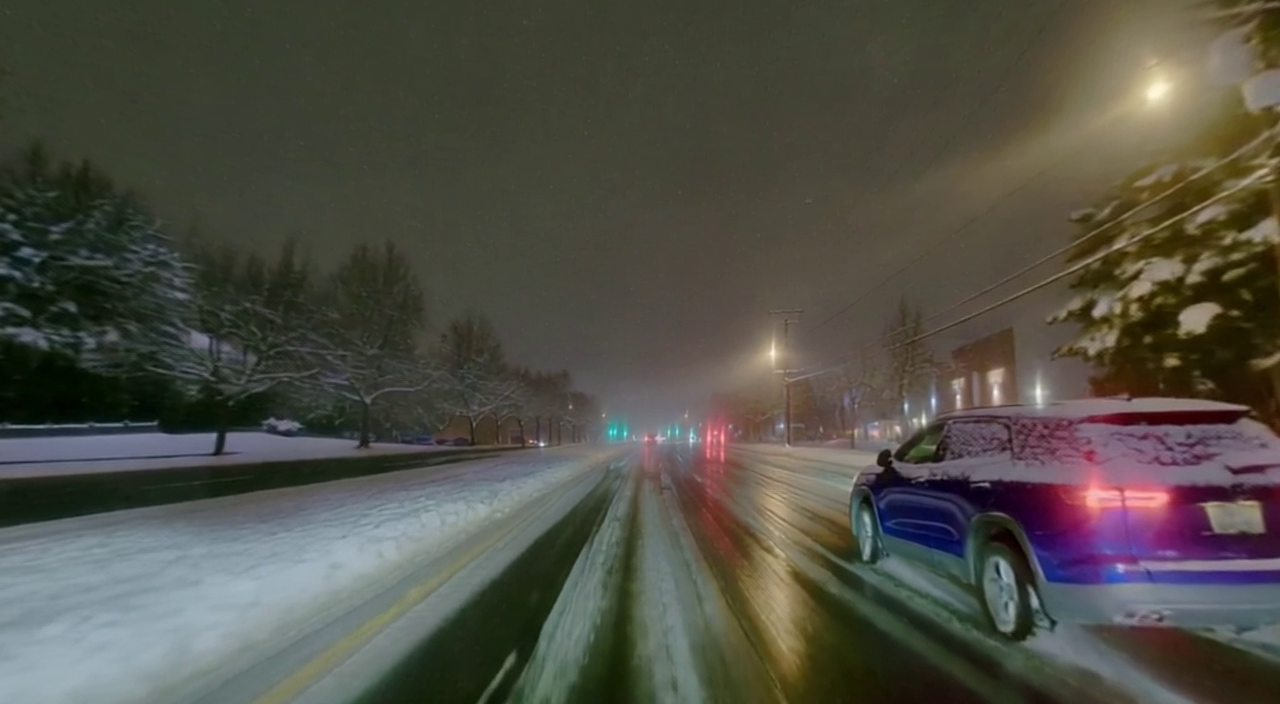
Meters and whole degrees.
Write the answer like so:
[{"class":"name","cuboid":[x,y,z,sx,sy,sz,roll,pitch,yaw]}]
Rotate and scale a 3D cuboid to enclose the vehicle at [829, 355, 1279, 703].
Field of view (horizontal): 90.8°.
[{"class":"vehicle","cuboid":[3.156,1.146,4.860,2.060,1.665,4.284,0,-8,0]}]
